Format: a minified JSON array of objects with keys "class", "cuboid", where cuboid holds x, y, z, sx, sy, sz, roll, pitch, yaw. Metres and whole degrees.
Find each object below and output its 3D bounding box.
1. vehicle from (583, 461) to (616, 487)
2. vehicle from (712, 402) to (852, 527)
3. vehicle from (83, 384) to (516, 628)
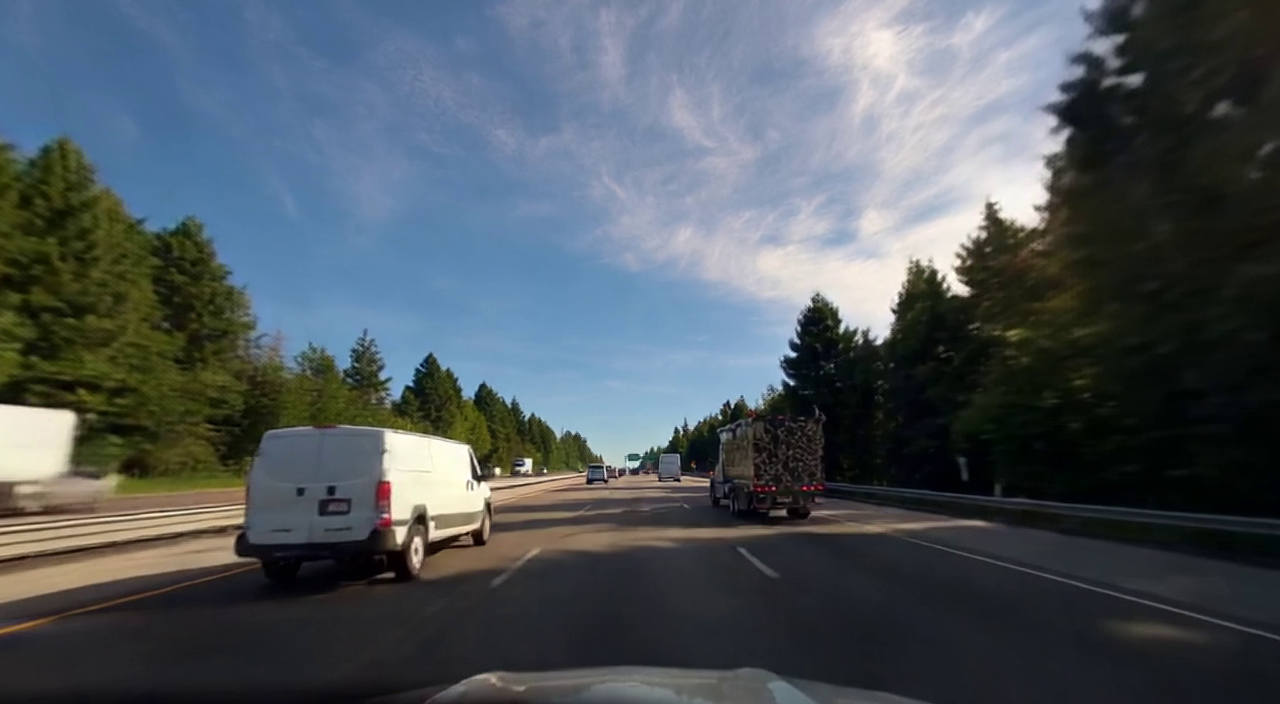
[{"class":"vehicle","cuboid":[-3.077,9.463,48.982,2.204,1.852,4.661,1,-11,1]},{"class":"vehicle","cuboid":[3.766,3.221,18.078,2.703,2.988,5.097,1,-10,-1]},{"class":"vehicle","cuboid":[-3.242,1.699,7.695,2.378,1.930,5.086,1,-11,0]}]
